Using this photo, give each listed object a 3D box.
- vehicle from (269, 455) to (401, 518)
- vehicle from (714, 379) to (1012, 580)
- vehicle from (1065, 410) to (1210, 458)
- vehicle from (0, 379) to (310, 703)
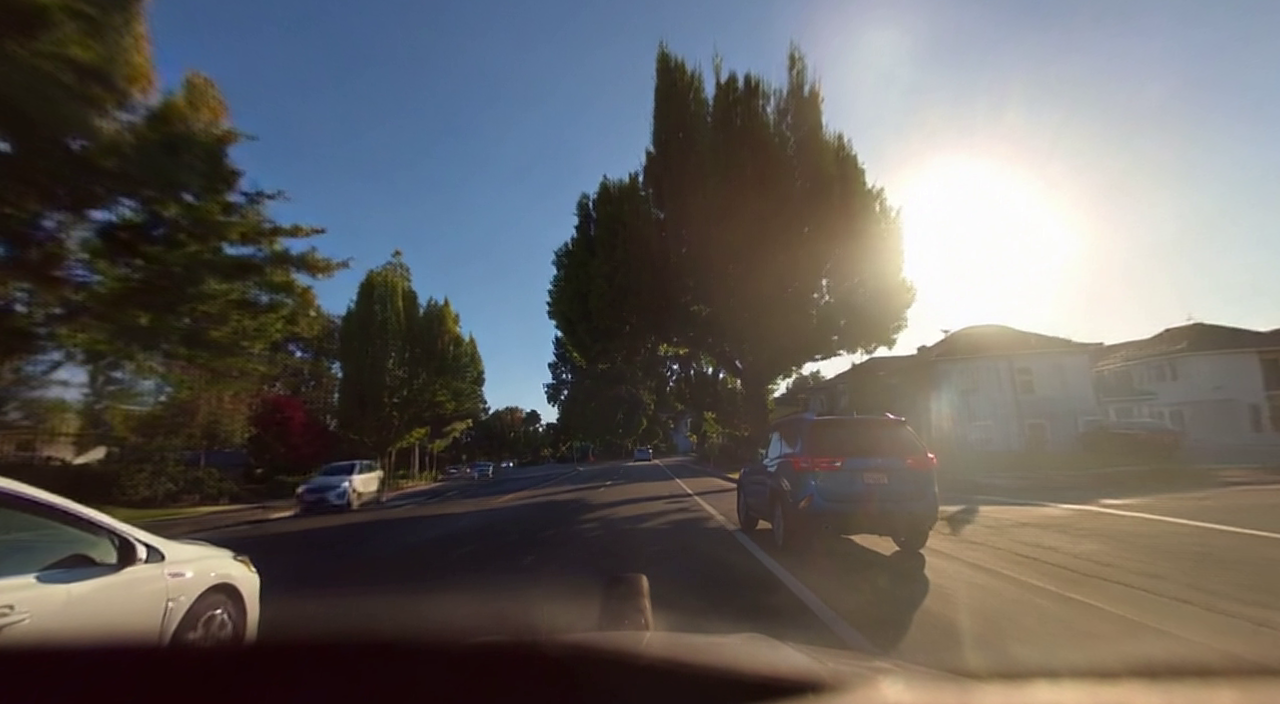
[{"bbox_3d":[-9.507,4.184,20.091,2.058,1.718,4.232,0,-9,0],"label":"vehicle"},{"bbox_3d":[2.643,1.740,9.408,2.338,2.063,5.592,0,-9,0],"label":"vehicle"},{"bbox_3d":[19.741,3.358,25.366,1.984,1.740,4.601,0,-9,-1],"label":"vehicle"},{"bbox_3d":[-3.323,0.906,2.026,2.058,1.659,4.514,0,-9,0],"label":"vehicle"}]
